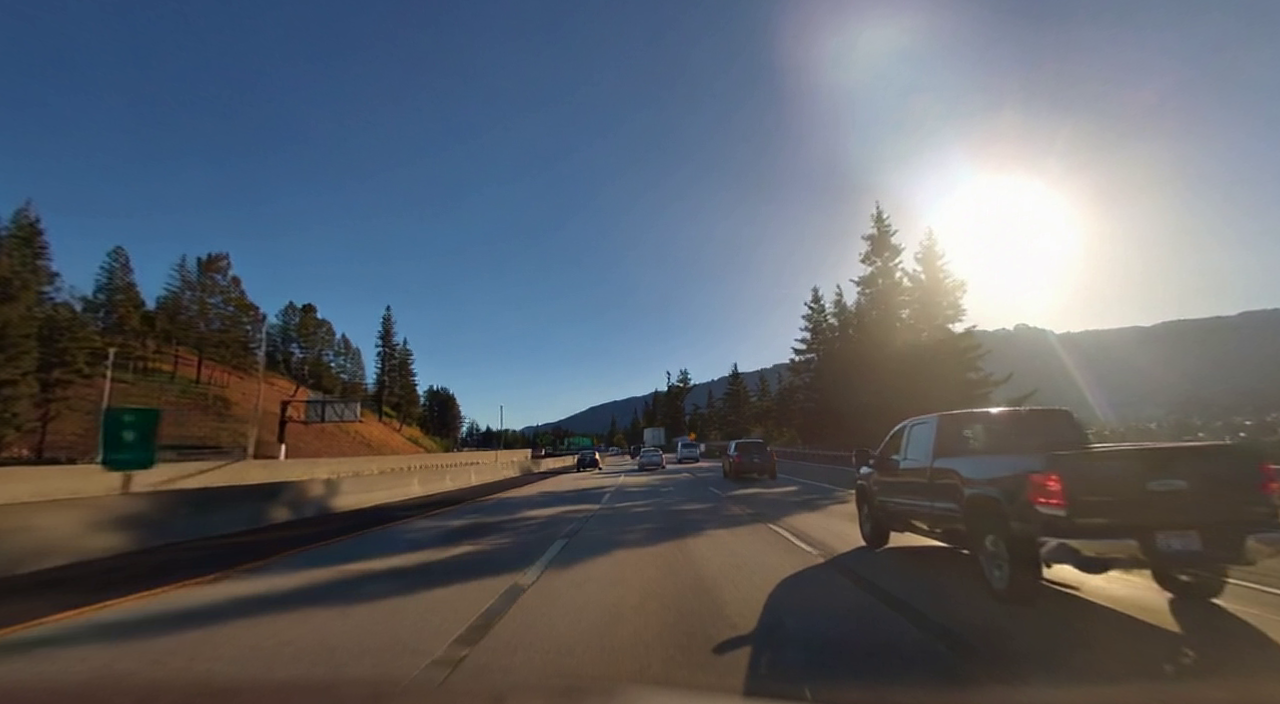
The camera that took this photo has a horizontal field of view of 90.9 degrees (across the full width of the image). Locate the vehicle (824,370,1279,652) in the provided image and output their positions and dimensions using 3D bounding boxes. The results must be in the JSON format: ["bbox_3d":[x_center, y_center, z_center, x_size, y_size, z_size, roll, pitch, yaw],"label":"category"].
[{"bbox_3d":[3.933,1.440,6.896,2.229,1.837,5.387,-1,-9,0],"label":"vehicle"}]

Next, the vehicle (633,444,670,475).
[{"bbox_3d":[0.583,6.017,35.393,1.959,1.604,4.065,0,-9,-1],"label":"vehicle"}]

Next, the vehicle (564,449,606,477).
[{"bbox_3d":[-3.224,6.570,37.764,2.109,1.530,4.646,-1,-9,0],"label":"vehicle"}]

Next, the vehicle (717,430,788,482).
[{"bbox_3d":[4.610,4.346,26.530,2.057,1.958,4.495,0,-9,-1],"label":"vehicle"}]
